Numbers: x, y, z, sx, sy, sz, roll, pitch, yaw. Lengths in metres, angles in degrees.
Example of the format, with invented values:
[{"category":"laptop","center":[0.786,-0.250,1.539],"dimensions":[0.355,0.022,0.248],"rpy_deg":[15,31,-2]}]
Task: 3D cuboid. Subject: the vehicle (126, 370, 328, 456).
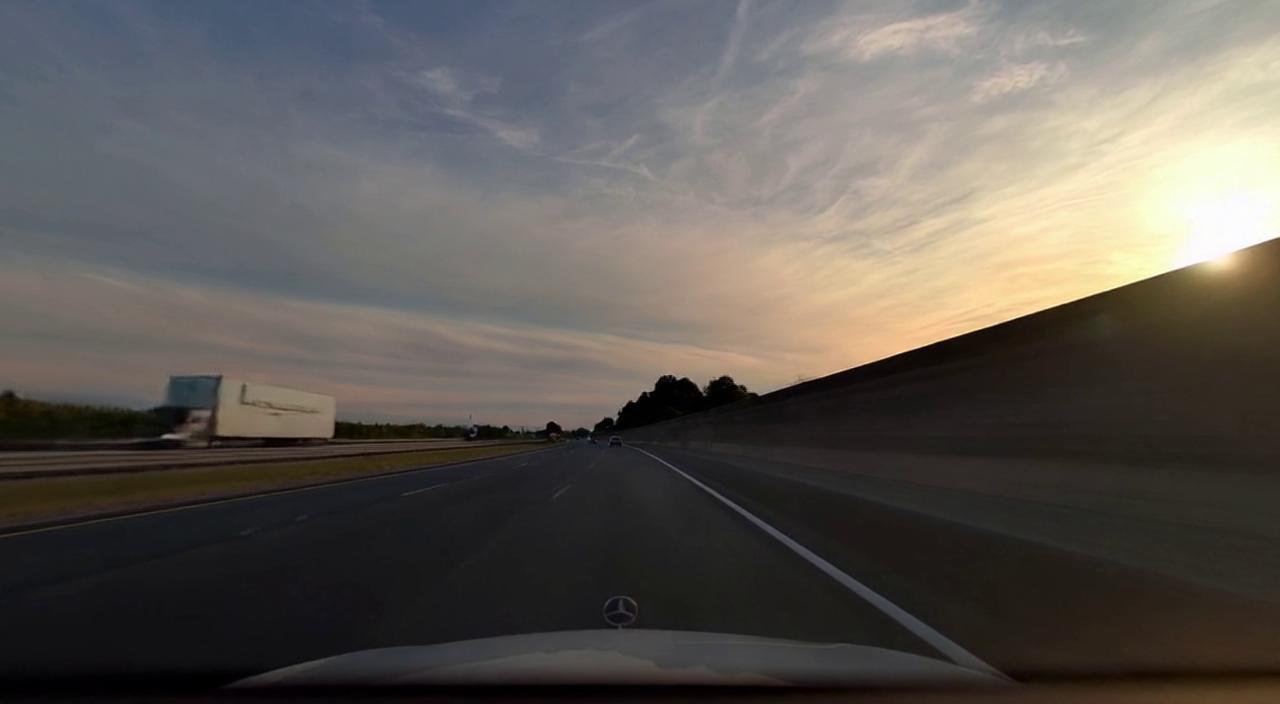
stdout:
[{"category":"vehicle","center":[-23.388,3.914,37.259],"dimensions":[2.962,4.104,13.904],"rpy_deg":[0,-8,-2]}]
